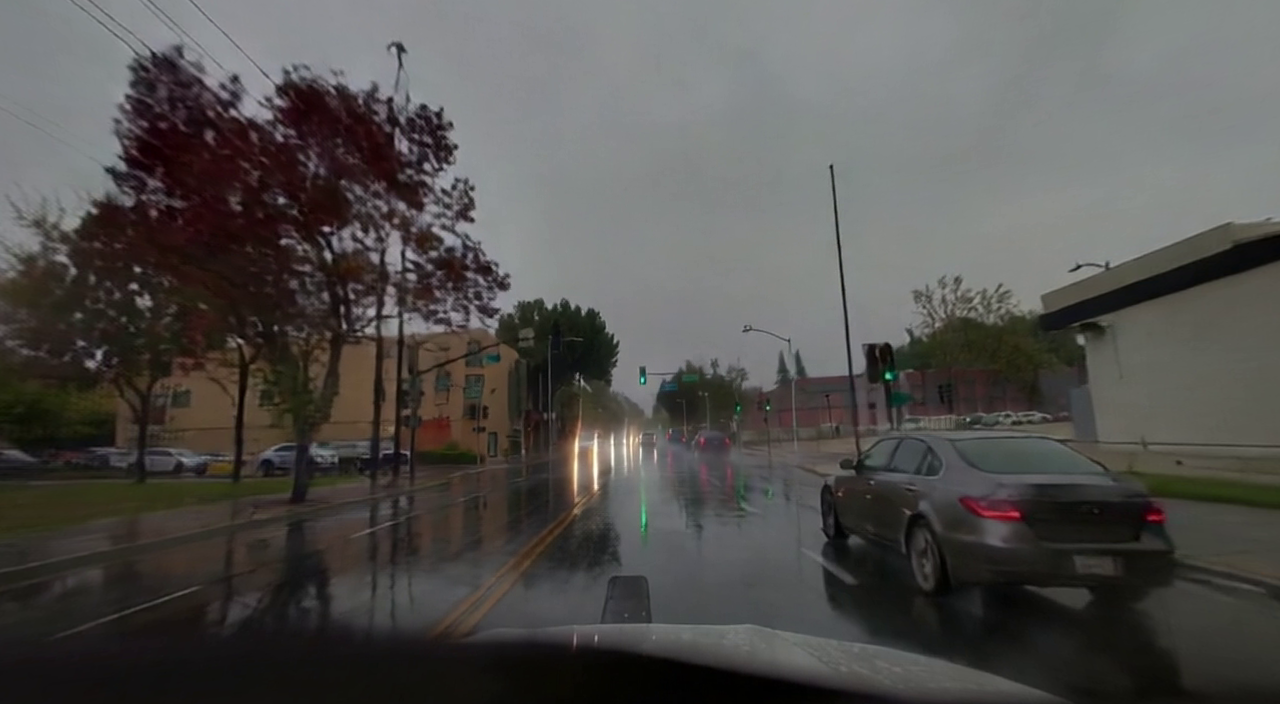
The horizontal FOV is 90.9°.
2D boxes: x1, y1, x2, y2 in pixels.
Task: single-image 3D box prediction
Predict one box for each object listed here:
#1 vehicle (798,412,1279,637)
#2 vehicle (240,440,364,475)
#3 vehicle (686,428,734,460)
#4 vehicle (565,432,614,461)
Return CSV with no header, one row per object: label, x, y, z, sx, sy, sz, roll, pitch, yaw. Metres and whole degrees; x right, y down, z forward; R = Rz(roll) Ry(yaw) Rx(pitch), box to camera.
vehicle,3.355,1.501,6.660,2.072,1.471,4.834,0,-8,0
vehicle,-17.841,5.569,33.435,5.361,1.767,2.179,-1,-8,6
vehicle,3.707,5.012,34.280,2.035,1.564,4.719,0,-8,-1
vehicle,-3.014,5.833,38.899,2.519,1.689,5.200,0,-8,1
